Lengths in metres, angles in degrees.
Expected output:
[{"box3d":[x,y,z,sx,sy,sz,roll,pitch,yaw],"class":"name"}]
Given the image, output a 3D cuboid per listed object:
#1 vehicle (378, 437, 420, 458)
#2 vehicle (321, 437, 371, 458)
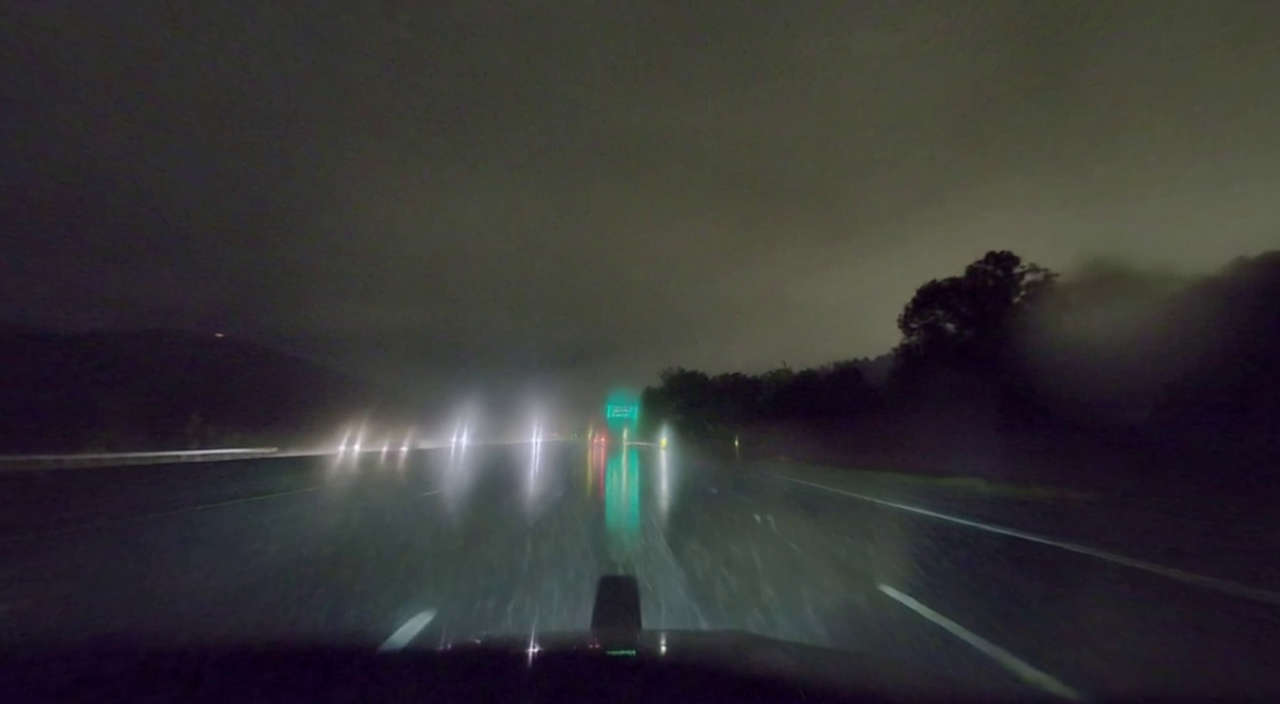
[{"box3d":[-17.423,6.907,45.724,1.714,1.455,3.723,0,-8,-3],"class":"vehicle"},{"box3d":[-21.917,7.120,47.104,1.806,1.497,4.474,0,-8,-2],"class":"vehicle"}]
